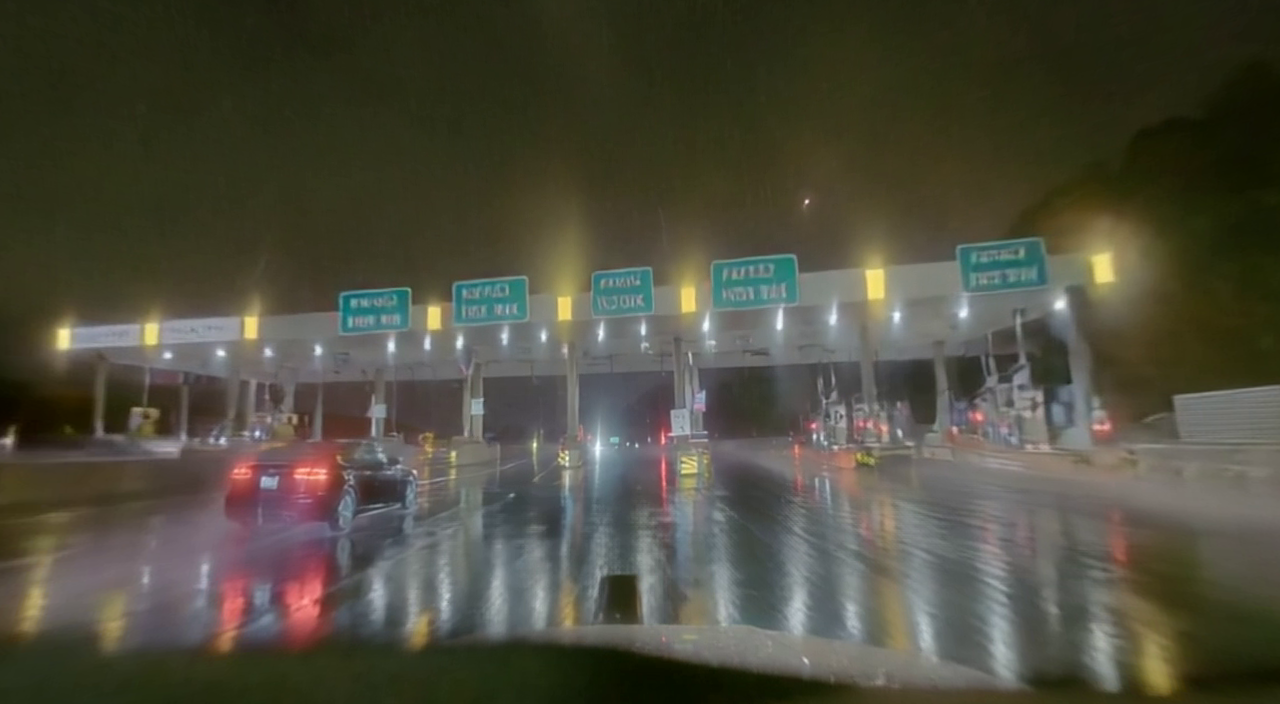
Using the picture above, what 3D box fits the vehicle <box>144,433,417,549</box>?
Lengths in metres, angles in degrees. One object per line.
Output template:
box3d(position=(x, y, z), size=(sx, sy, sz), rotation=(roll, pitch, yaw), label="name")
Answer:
box3d(position=(-5.379, 2.104, 10.312), size=(1.981, 1.465, 4.334), rotation=(0, -8, -1), label="vehicle")
